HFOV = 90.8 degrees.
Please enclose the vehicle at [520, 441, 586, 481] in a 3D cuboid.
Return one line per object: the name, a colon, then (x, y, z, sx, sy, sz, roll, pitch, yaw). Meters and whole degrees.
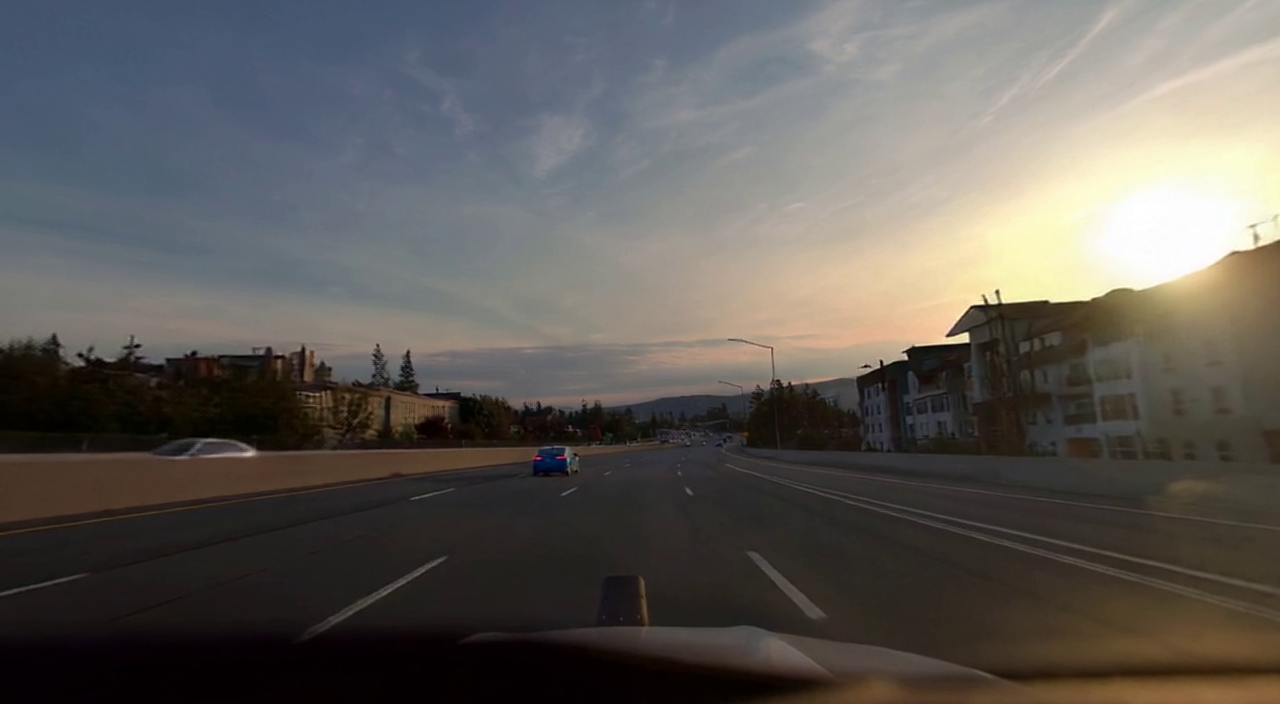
vehicle: (-3.697, 4.739, 27.718, 2.087, 1.566, 4.756, -1, -9, 2)
